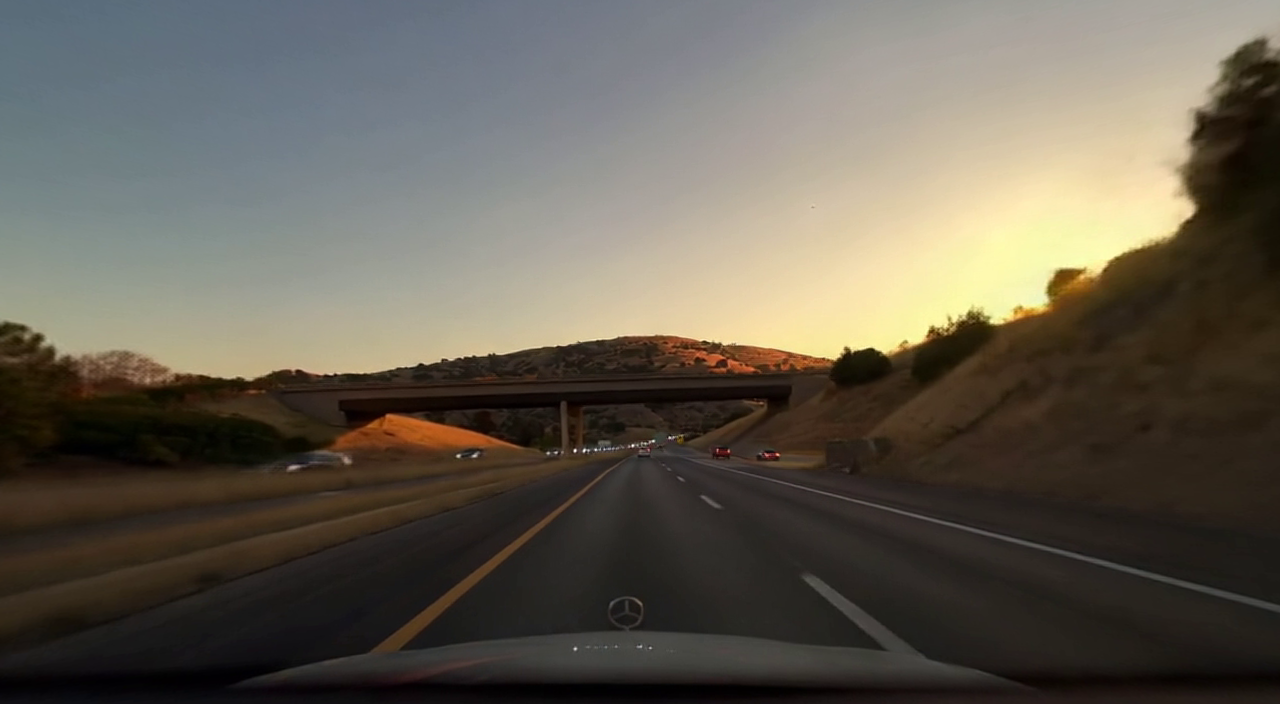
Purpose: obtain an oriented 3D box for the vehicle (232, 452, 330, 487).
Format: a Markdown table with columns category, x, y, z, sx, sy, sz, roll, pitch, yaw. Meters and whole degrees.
| category | x | y | z | sx | sy | sz | roll | pitch | yaw |
| --- | --- | --- | --- | --- | --- | --- | --- | --- | --- |
| vehicle | -17.263 | 5.642 | 30.508 | 1.911 | 1.474 | 4.742 | 0 | -9 | 0 |
